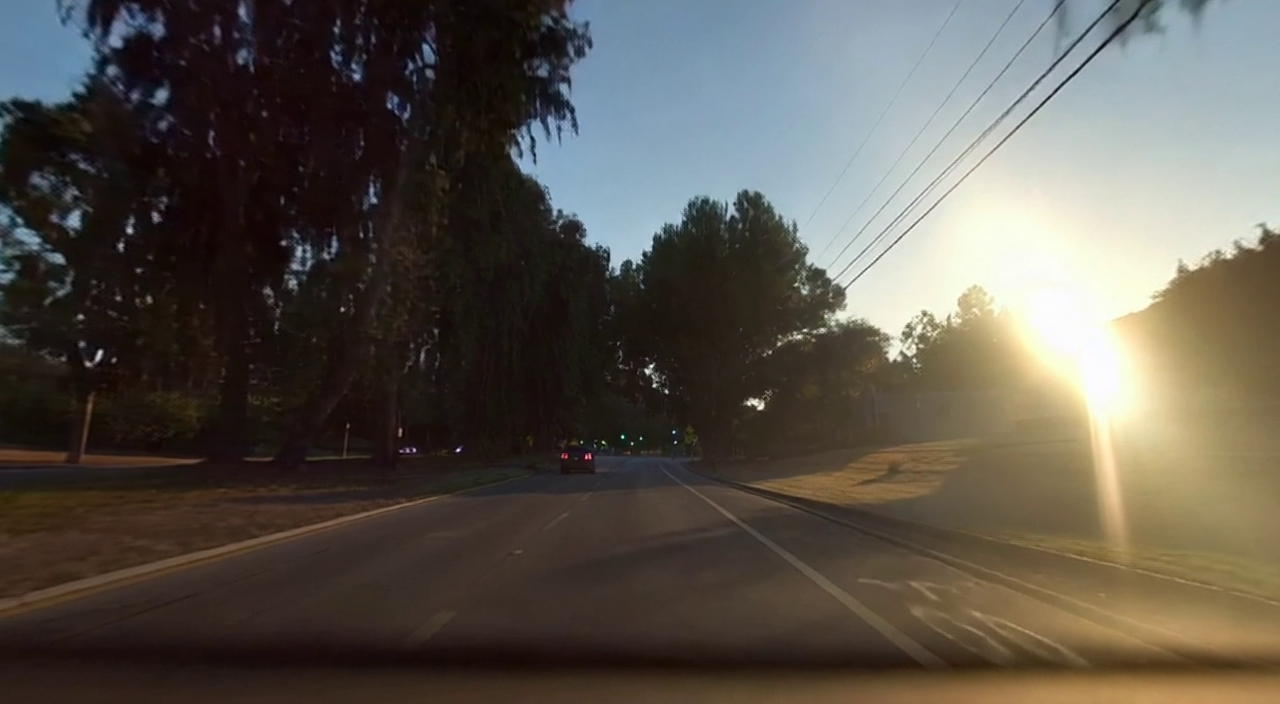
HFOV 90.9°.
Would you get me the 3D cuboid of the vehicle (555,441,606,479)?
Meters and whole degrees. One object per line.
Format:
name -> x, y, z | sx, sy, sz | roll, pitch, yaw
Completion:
vehicle -> -2.849, 5.259, 30.950 | 2.016, 1.694, 4.335 | 0, -8, 1
